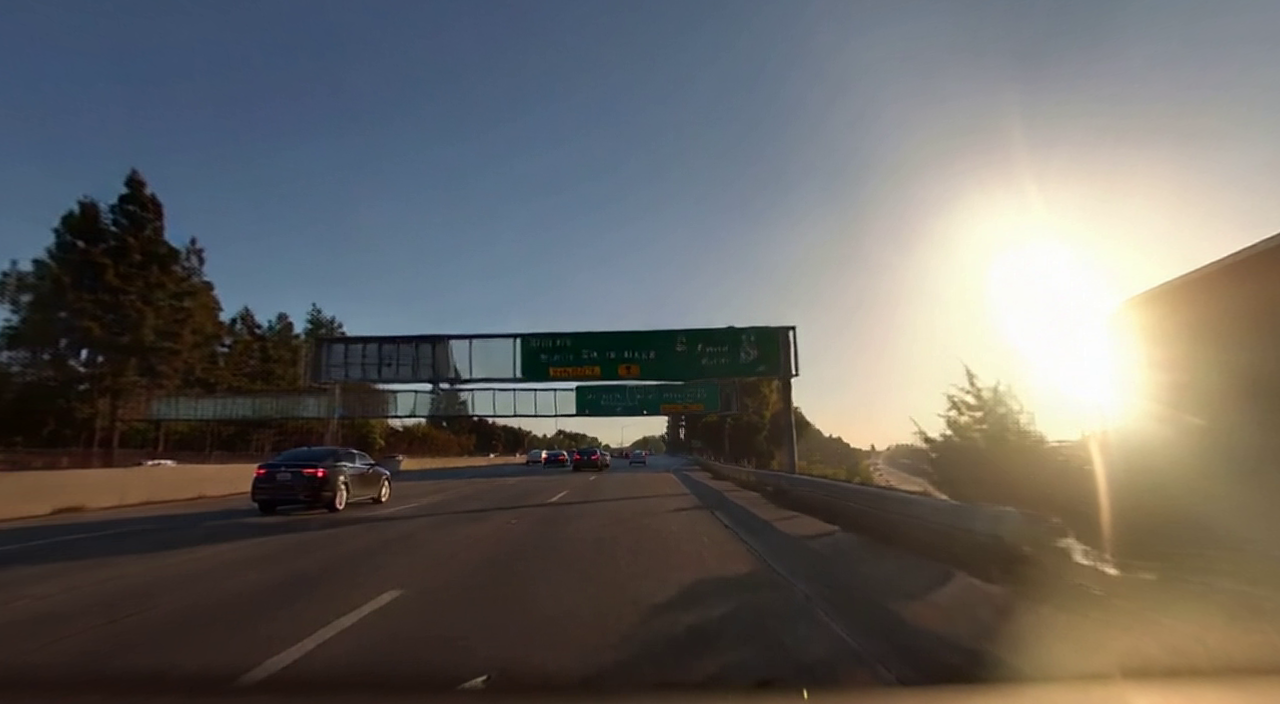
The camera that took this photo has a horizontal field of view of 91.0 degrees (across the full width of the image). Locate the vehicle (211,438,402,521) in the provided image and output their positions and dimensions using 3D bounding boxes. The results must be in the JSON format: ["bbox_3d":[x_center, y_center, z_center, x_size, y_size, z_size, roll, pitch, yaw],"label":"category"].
[{"bbox_3d":[-7.660,2.943,15.130,2.071,1.661,4.540,0,-9,1],"label":"vehicle"}]

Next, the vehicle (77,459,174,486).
[{"bbox_3d":[-31.464,7.351,38.700,1.844,1.489,4.745,-1,-9,2],"label":"vehicle"}]

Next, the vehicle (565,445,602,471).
[{"bbox_3d":[-3.898,7.445,44.492,2.158,1.717,4.375,-1,-9,1],"label":"vehicle"}]
